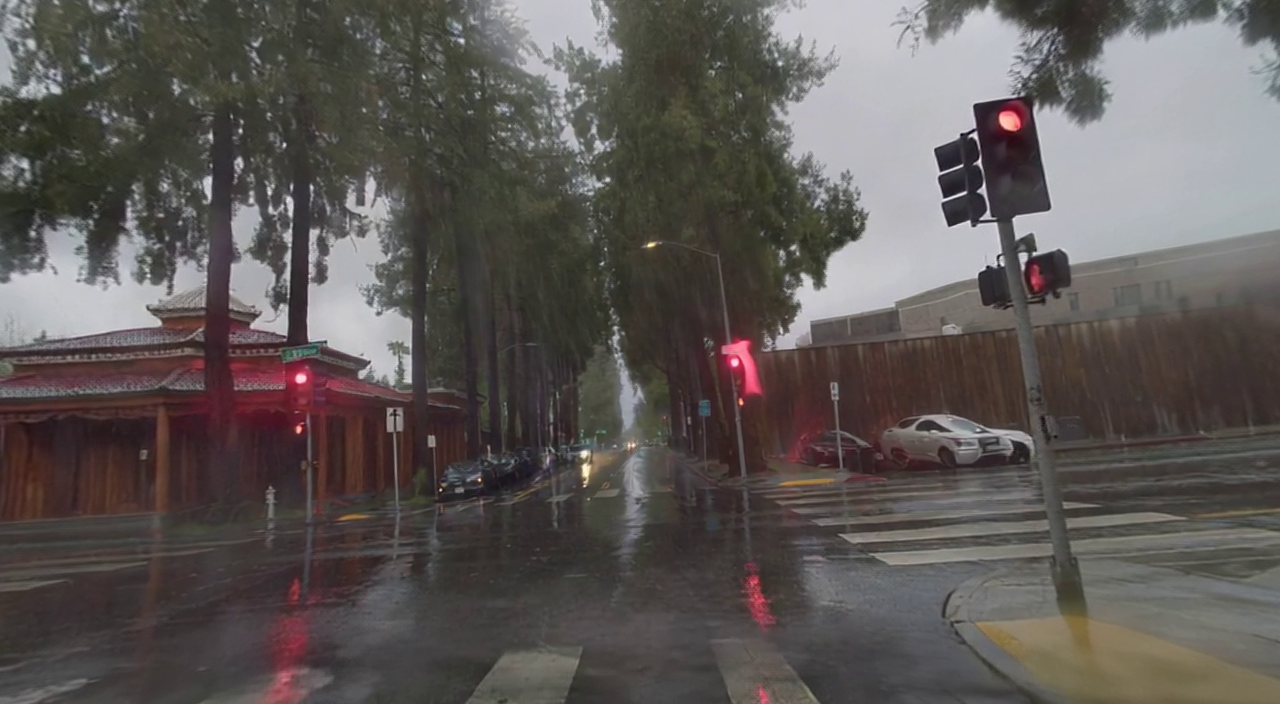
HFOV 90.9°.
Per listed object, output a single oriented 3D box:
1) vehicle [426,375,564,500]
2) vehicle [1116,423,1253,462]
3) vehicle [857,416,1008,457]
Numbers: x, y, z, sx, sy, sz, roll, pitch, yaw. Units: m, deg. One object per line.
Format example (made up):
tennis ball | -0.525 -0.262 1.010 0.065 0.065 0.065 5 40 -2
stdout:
vehicle | -5.723 3.695 27.145 3.113 4.041 10.284 -6 -8 0
vehicle | 24.948 4.160 29.021 4.268 1.695 2.053 0 -8 3
vehicle | 10.726 3.142 23.415 4.643 1.456 1.820 -1 -8 5
